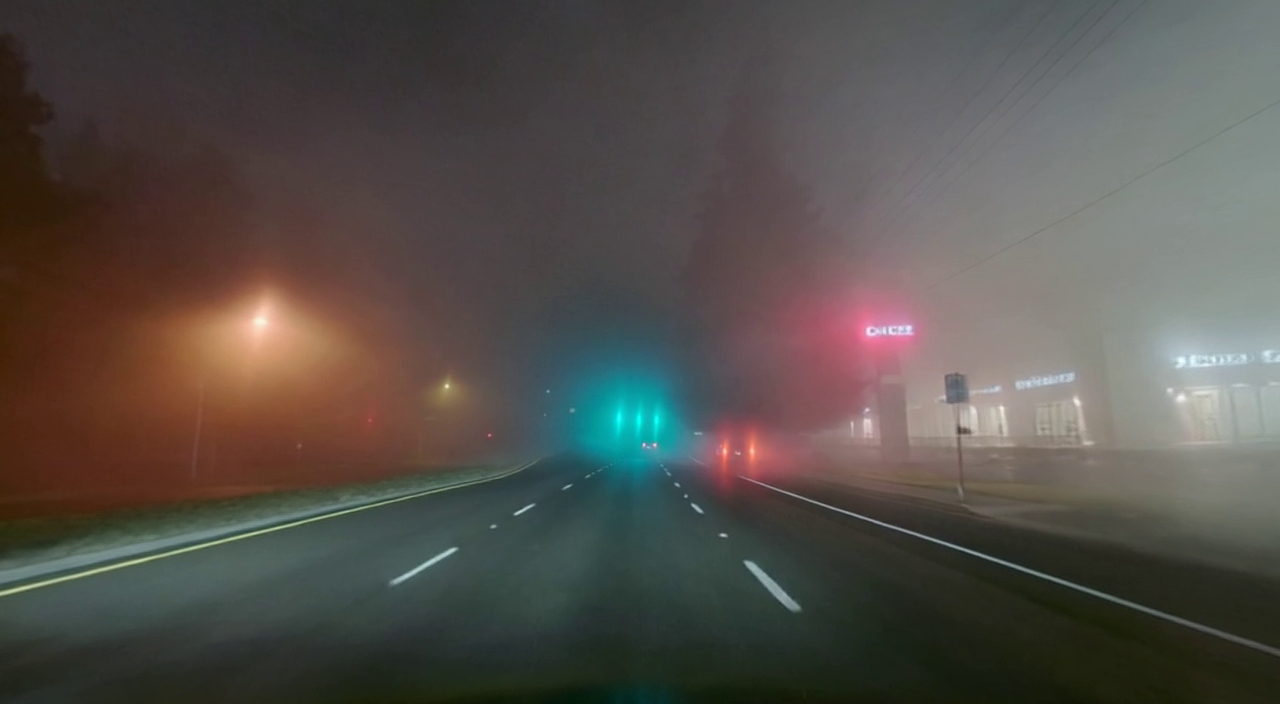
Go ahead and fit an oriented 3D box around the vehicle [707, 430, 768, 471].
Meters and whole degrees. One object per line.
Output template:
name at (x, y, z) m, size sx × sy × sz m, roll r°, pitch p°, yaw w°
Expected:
vehicle at (5.114, 5.292, 34.114) m, size 2.476 × 2.016 × 5.586 m, roll 0°, pitch -8°, yaw 1°
